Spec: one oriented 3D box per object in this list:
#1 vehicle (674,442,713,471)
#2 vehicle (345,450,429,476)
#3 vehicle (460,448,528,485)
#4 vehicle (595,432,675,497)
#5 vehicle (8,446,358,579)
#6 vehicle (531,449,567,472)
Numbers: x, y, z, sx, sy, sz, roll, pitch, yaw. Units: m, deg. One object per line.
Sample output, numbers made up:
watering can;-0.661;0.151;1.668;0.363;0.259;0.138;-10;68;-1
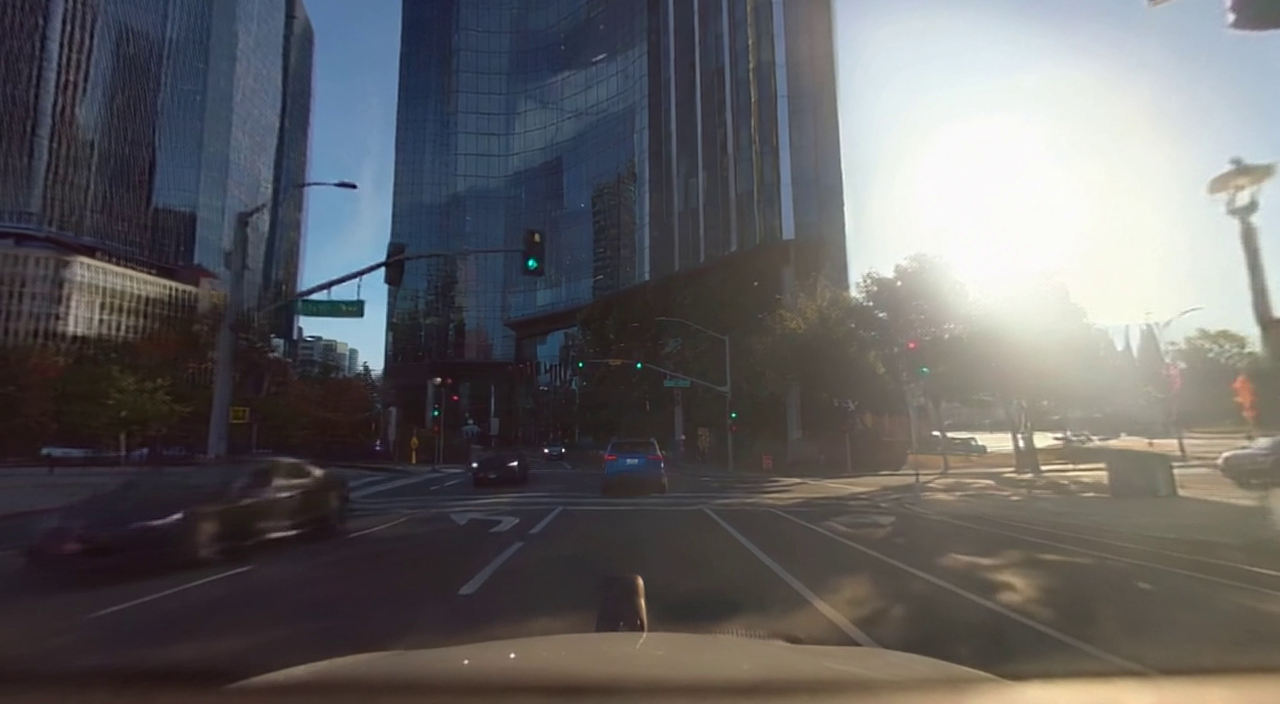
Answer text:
vehicle;3.679;7.259;44.159;2.113;1.869;5.322;0;-9;-2
vehicle;-16.128;7.052;40.398;4.588;1.582;1.980;6;-11;-33
vehicle;-6.377;5.050;28.142;1.934;1.476;4.457;0;-9;1
vehicle;-0.172;3.413;19.468;2.183;1.765;4.059;0;-9;-1
vehicle;-6.134;2.138;9.344;1.908;1.475;4.337;0;-9;0
vehicle;-6.459;7.738;45.276;1.874;1.480;4.148;0;-9;0
